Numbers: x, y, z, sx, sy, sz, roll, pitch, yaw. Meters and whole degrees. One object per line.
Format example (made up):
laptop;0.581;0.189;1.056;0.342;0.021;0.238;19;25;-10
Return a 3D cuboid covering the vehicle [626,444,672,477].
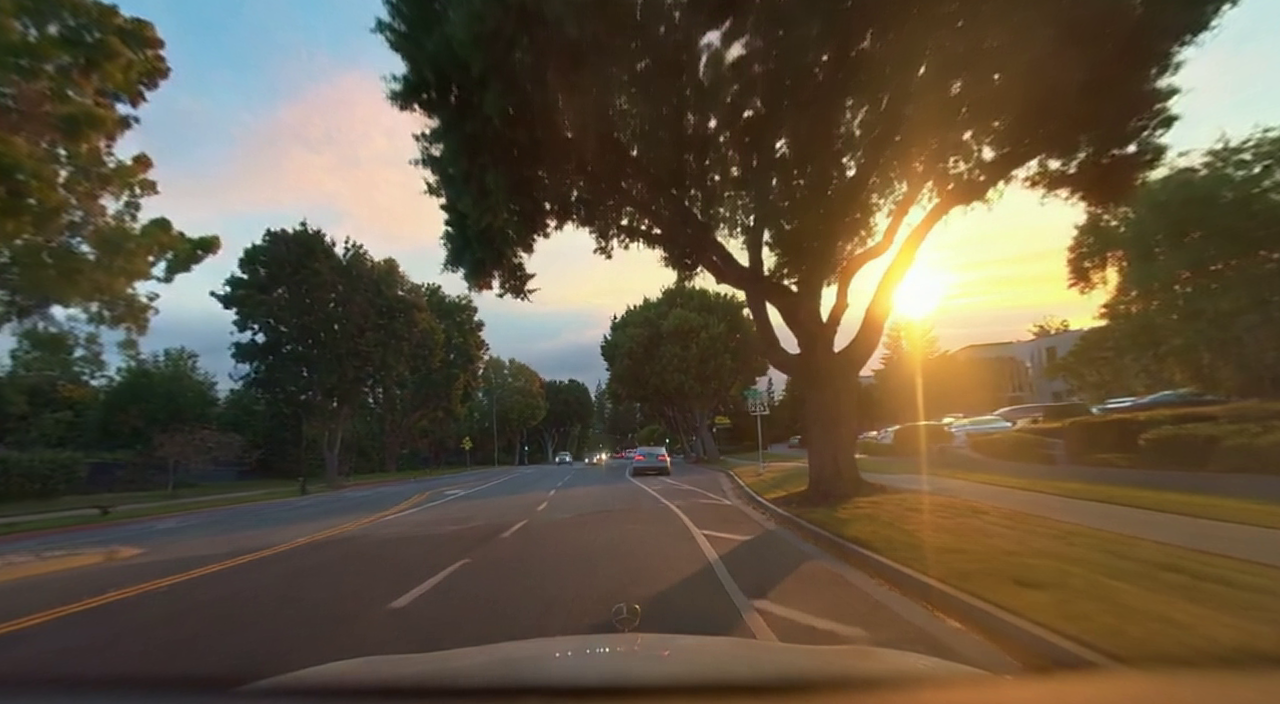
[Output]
vehicle;0.507;5.329;31.273;2.111;1.466;4.223;-1;-9;2
